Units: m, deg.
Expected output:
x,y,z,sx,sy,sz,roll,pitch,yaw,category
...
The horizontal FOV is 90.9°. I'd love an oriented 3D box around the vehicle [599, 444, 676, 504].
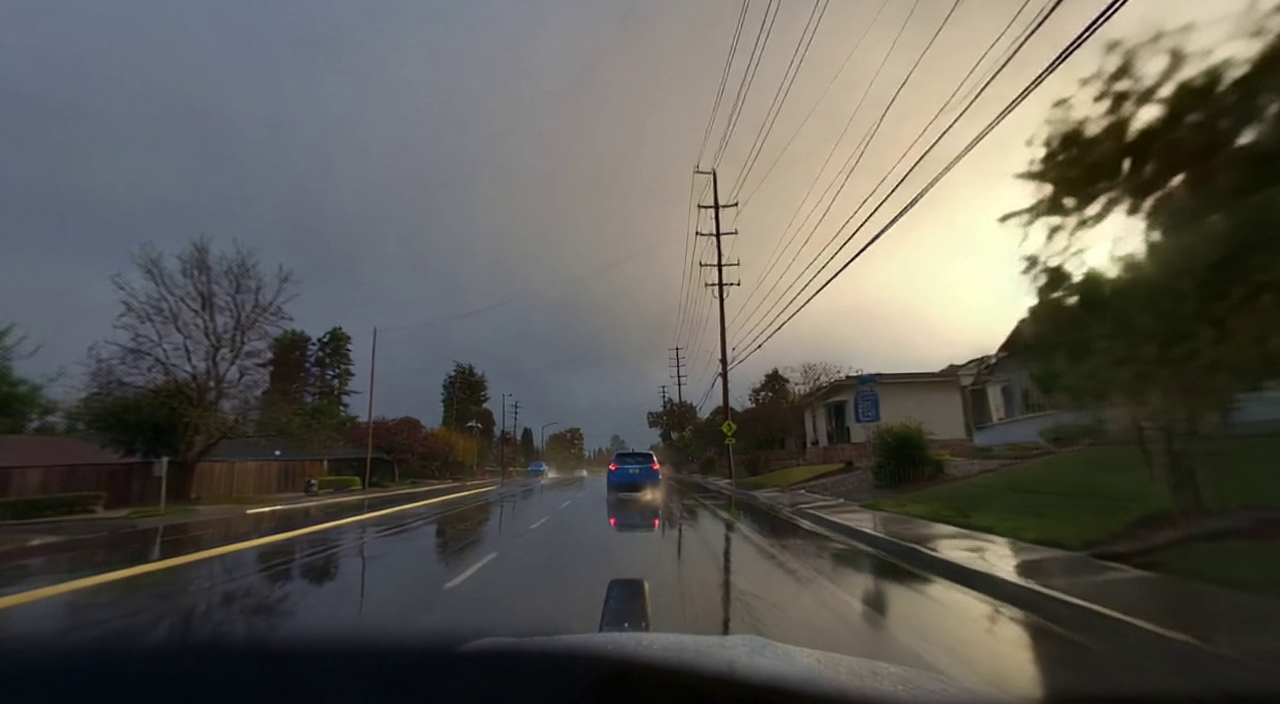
x,y,z,sx,sy,sz,roll,pitch,yaw,category
-0.086,3.761,19.948,2.200,1.653,4.127,0,-8,0,vehicle
